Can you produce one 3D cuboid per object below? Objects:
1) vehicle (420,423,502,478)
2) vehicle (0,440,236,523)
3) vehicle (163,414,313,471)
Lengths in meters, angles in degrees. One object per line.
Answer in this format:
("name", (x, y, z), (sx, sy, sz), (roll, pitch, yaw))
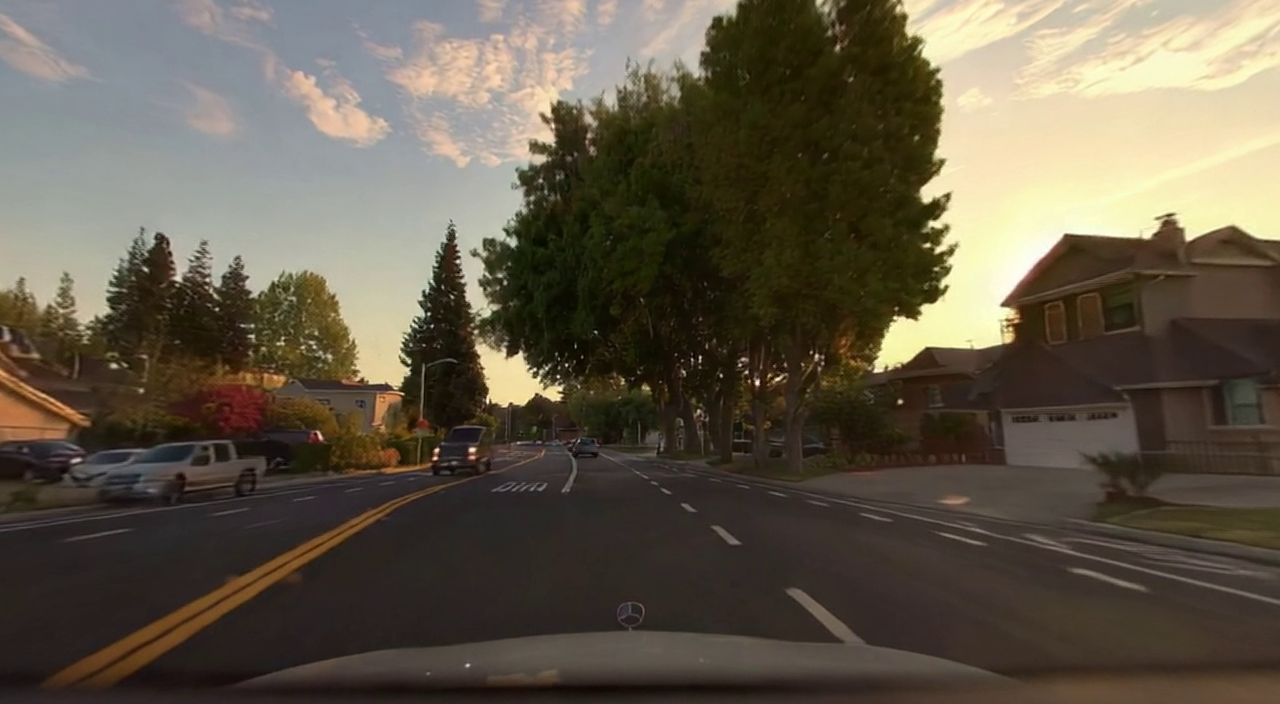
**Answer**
("vehicle", (-7.332, 4.100, 26.368), (2.281, 2.069, 4.797), (1, -8, -4))
("vehicle", (-12.028, 2.944, 14.954), (1.881, 1.655, 4.177), (0, -8, 3))
("vehicle", (-20.757, 4.705, 32.690), (6.474, 2.781, 2.364), (-1, -9, 10))
